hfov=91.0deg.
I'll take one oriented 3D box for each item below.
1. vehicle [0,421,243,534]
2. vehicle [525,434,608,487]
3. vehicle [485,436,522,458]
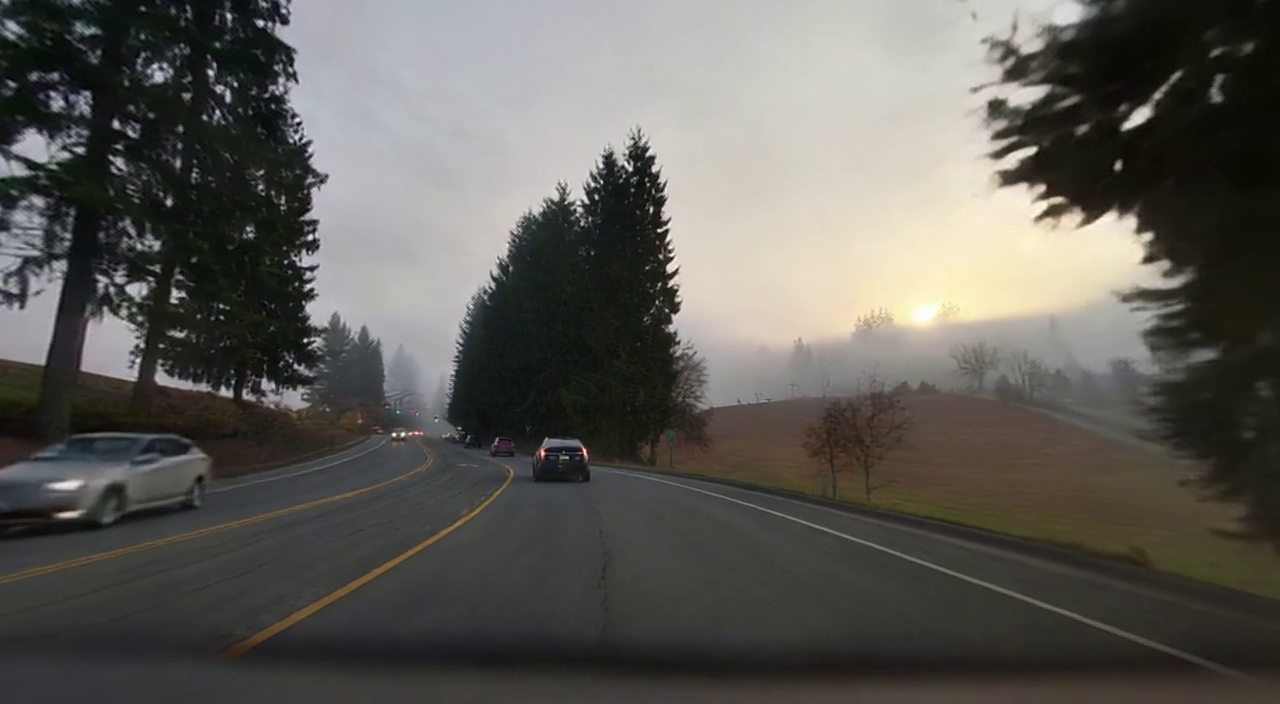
[{"bbox_3d":[-9.241,2.052,10.805,2.126,1.493,4.748,1,-9,-6],"label":"vehicle"},{"bbox_3d":[-2.485,3.477,20.410,2.296,1.510,4.068,2,-9,-11],"label":"vehicle"},{"bbox_3d":[-9.990,6.933,45.977,2.080,1.530,3.719,3,-9,-20],"label":"vehicle"}]
